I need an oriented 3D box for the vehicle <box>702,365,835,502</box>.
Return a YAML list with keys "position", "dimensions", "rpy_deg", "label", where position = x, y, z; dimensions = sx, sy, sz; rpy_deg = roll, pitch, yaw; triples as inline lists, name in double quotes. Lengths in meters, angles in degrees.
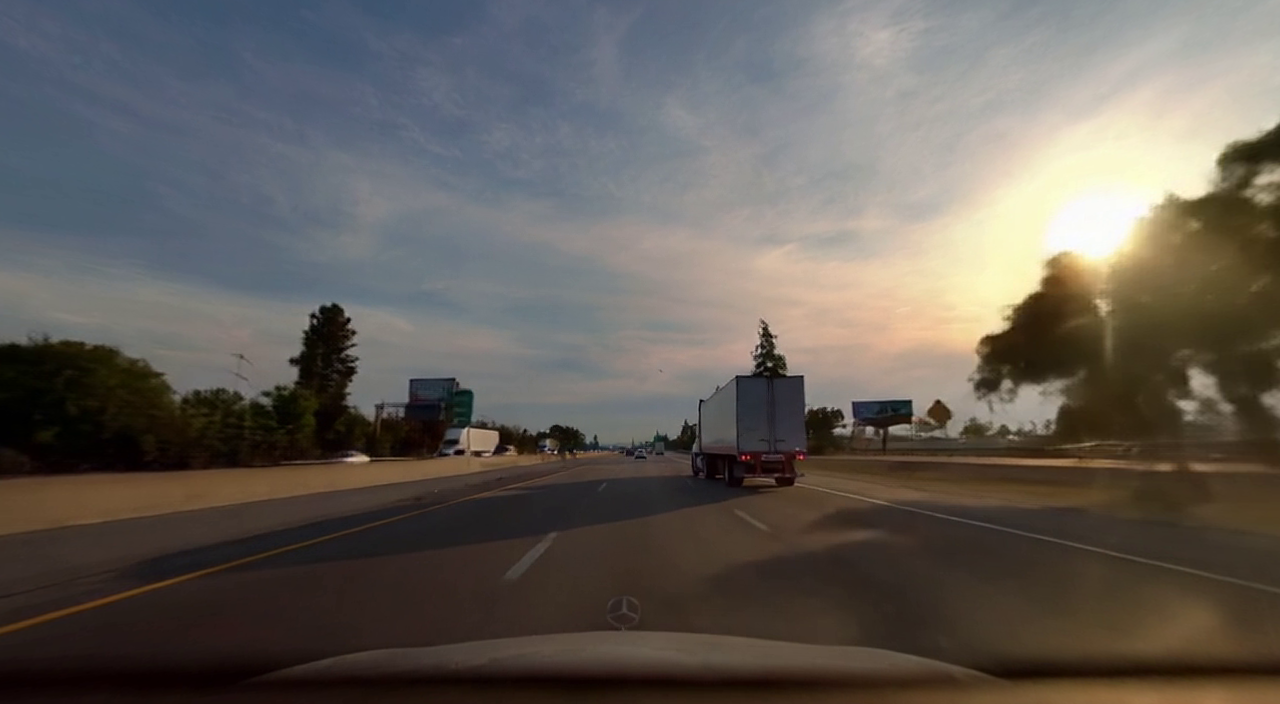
- position: [4.639, 3.477, 26.122]
  dimensions: [3.058, 4.312, 12.251]
  rpy_deg: [0, -9, 1]
  label: "vehicle"
